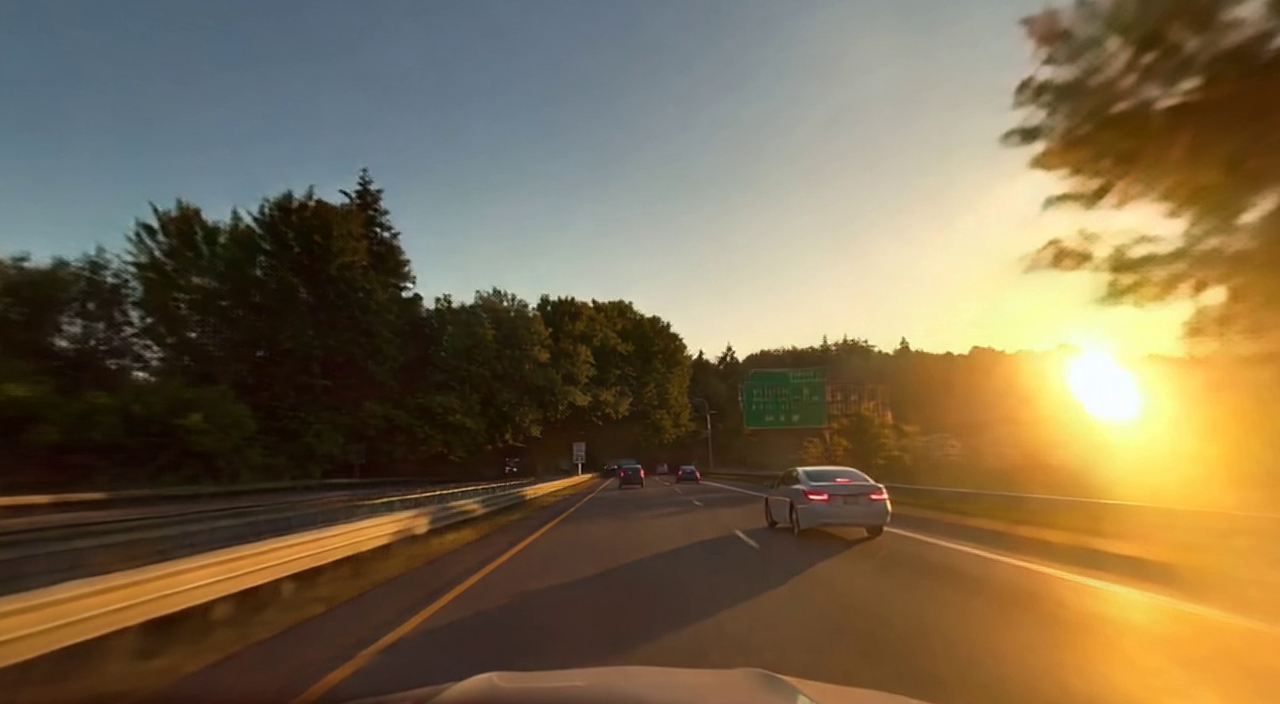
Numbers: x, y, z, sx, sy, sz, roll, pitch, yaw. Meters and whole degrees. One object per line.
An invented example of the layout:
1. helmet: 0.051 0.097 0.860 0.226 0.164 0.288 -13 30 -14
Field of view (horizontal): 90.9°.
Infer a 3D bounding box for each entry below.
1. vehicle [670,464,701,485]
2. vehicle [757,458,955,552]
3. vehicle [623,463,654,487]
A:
1. vehicle: 3.455 9.341 48.016 1.976 1.467 3.783 1 -10 -2
2. vehicle: 3.829 2.848 12.321 2.018 1.426 4.941 1 -10 -1
3. vehicle: -0.102 8.234 42.134 1.980 1.483 3.865 1 -10 -1
